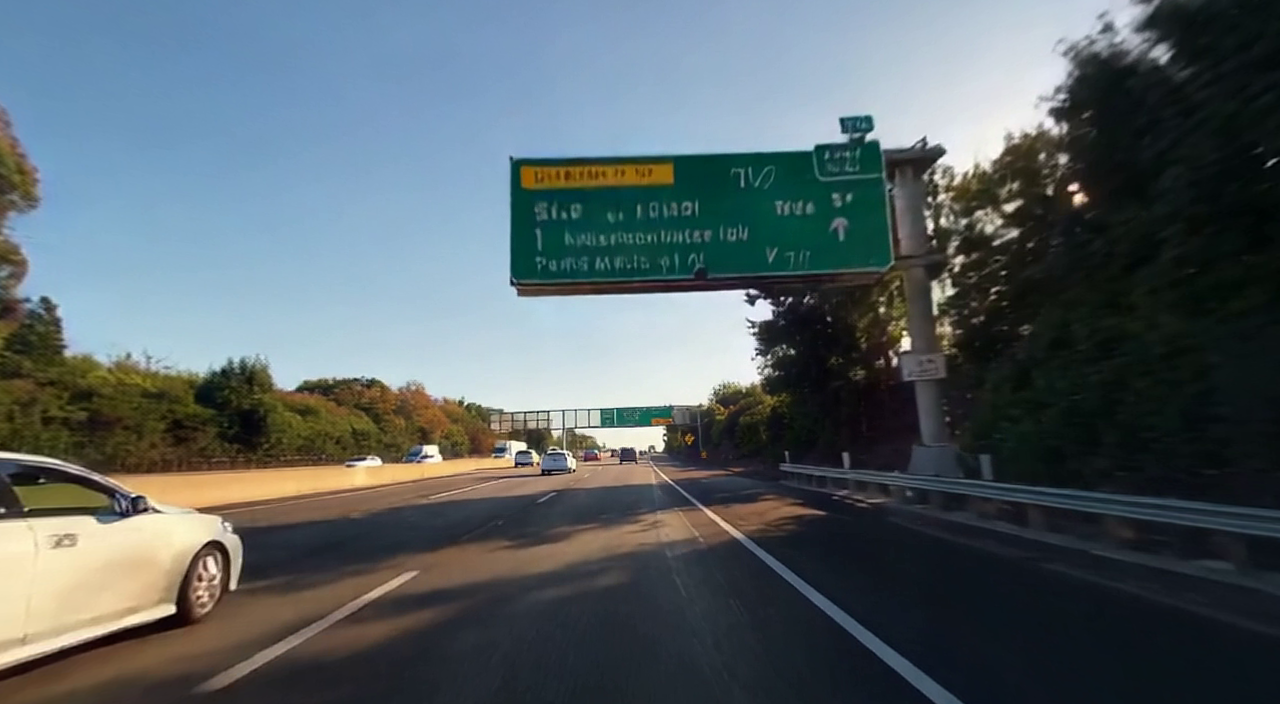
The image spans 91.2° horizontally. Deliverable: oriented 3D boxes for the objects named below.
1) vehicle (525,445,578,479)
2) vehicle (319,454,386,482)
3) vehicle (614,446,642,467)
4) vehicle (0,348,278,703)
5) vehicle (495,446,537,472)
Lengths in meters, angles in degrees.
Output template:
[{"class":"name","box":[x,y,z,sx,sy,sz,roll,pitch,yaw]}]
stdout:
[{"class":"vehicle","box":[-4.174,5.271,30.264,1.988,1.477,4.118,0,-9,0]},{"class":"vehicle","box":[-16.478,6.655,36.177,1.911,1.466,4.273,0,-9,-1]},{"class":"vehicle","box":[-0.885,7.832,47.088,2.023,1.479,3.718,0,-9,-1]},{"class":"vehicle","box":[-3.978,0.866,2.732,2.074,1.779,4.588,0,-9,-1]},{"class":"vehicle","box":[-7.991,6.940,40.792,1.936,1.516,3.904,0,-9,0]}]
